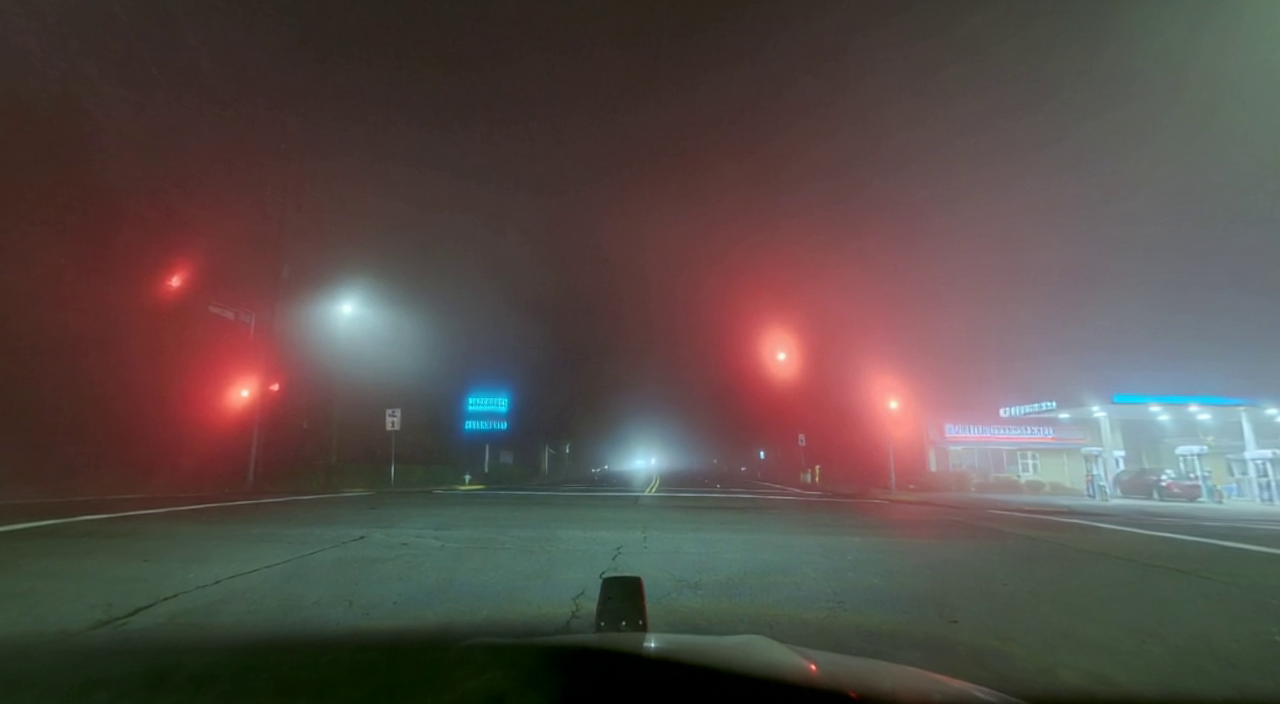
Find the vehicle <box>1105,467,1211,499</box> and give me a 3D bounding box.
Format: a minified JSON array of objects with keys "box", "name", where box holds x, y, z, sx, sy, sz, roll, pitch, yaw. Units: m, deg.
[{"box":[28.010,7.073,34.309,1.897,1.466,4.211,1,-8,-6],"name":"vehicle"}]
